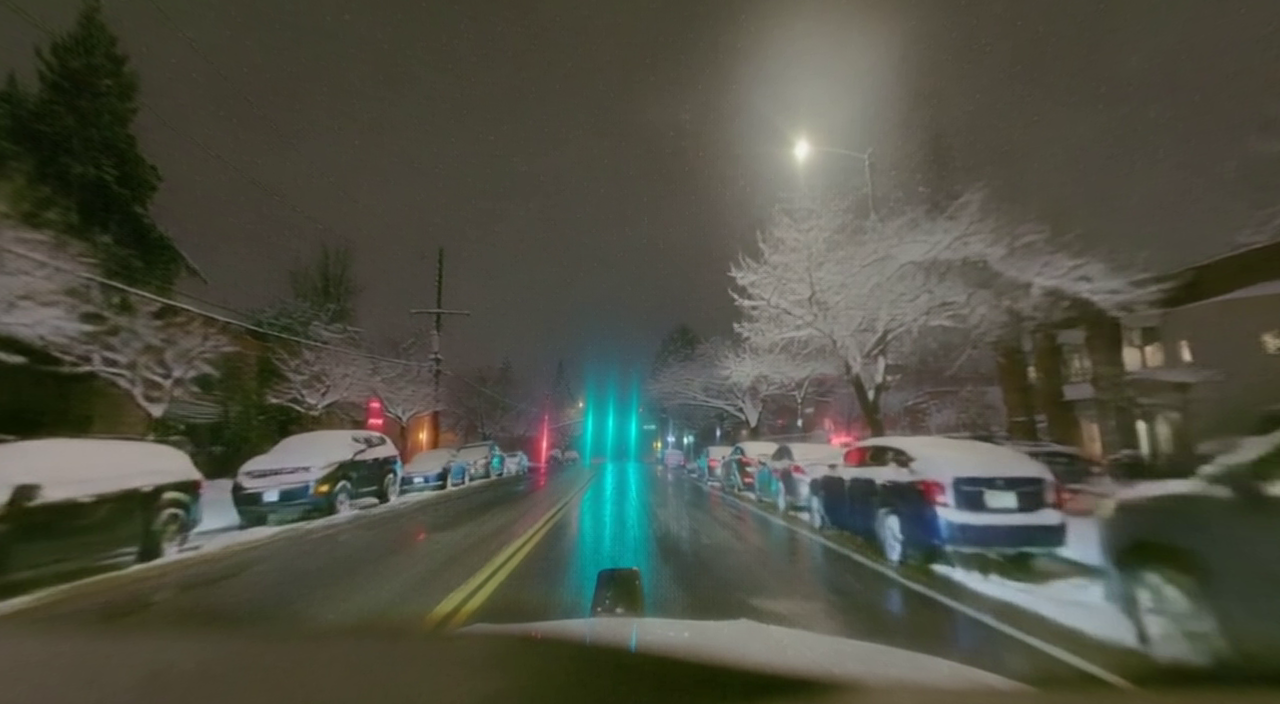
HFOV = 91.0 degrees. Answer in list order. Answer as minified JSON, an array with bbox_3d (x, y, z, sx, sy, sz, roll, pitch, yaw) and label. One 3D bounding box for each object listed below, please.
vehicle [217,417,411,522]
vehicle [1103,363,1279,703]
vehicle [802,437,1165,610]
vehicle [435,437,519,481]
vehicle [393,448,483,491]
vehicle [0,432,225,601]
[{"bbox_3d":[-7.783,2.851,15.856,2.146,2.167,5.339,0,-9,-2],"label":"vehicle"},{"bbox_3d":[4.259,0.757,1.836,2.071,1.781,4.737,0,-9,-2],"label":"vehicle"},{"bbox_3d":[3.715,1.904,8.044,2.009,1.547,4.574,0,-9,-1],"label":"vehicle"},{"bbox_3d":[-7.933,5.281,31.366,2.613,1.959,5.843,0,-9,0],"label":"vehicle"},{"bbox_3d":[-7.760,4.552,24.735,2.057,1.486,4.759,0,-9,-1],"label":"vehicle"},{"bbox_3d":[-7.423,1.787,7.232,2.055,1.663,4.889,0,-9,-2],"label":"vehicle"}]
